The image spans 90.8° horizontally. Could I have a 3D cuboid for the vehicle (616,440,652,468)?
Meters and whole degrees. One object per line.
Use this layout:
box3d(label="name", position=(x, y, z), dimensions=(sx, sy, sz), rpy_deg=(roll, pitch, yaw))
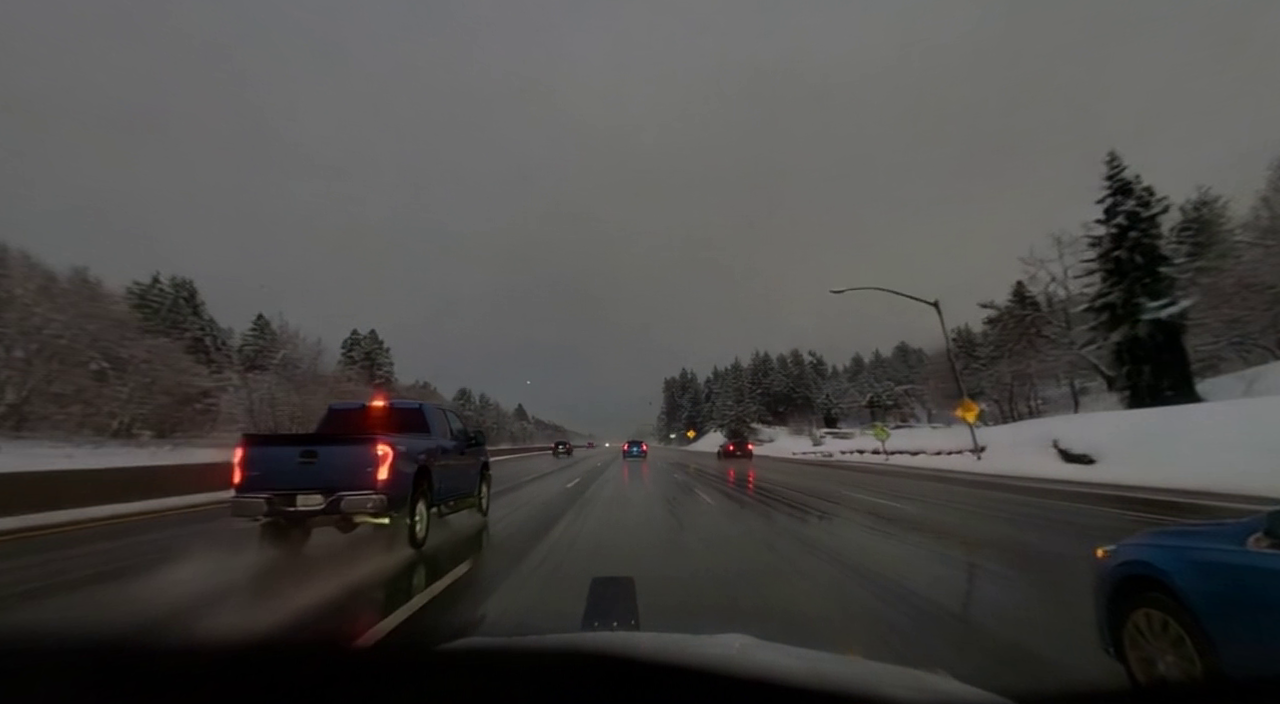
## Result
box3d(label="vehicle", position=(-0.392, 6.354, 39.604), dimensions=(2.157, 1.642, 4.189), rpy_deg=(0, -9, -1))

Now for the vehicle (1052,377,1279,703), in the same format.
box3d(label="vehicle", position=(3.055, 0.631, 0.631), dimensions=(2.072, 1.501, 4.694), rpy_deg=(0, -9, -1))

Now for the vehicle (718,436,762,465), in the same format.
box3d(label="vehicle", position=(6.776, 6.763, 43.476), dimensions=(2.103, 1.898, 5.310), rpy_deg=(0, -9, -1))

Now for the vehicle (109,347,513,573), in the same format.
box3d(label="vehicle", position=(-3.765, 1.477, 9.160), dimensions=(2.592, 2.179, 6.034), rpy_deg=(0, -9, 0))
